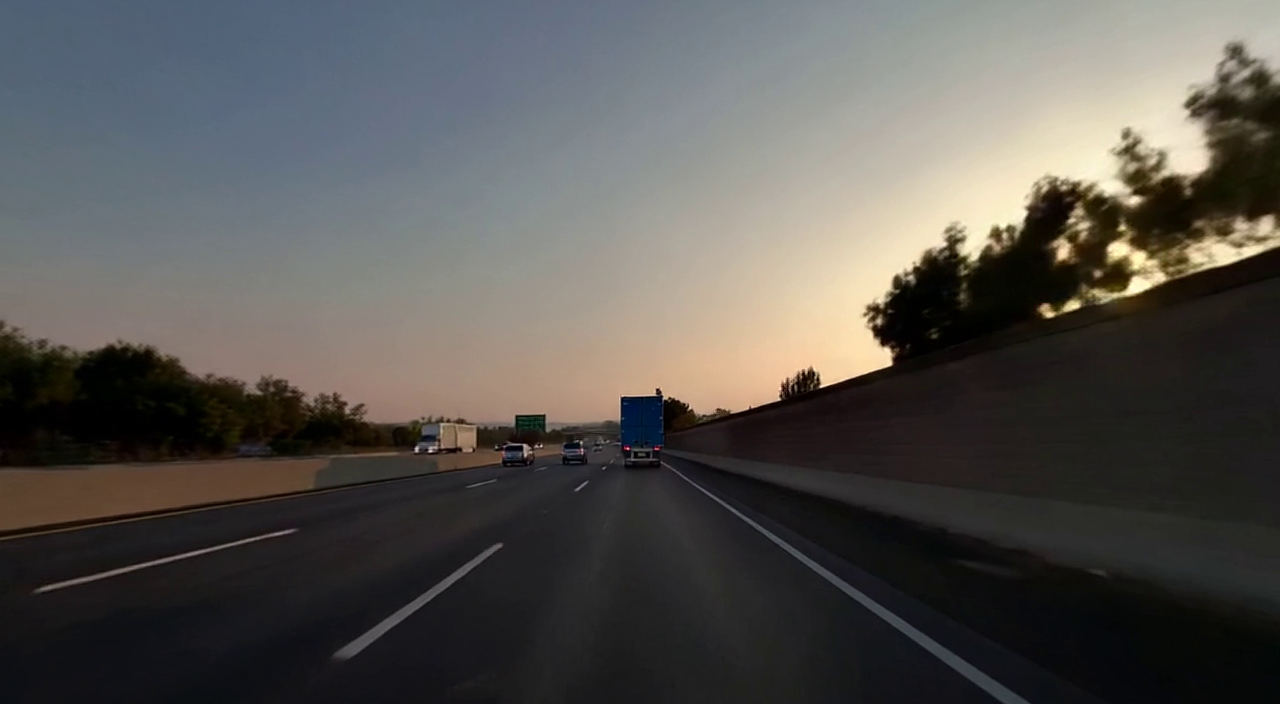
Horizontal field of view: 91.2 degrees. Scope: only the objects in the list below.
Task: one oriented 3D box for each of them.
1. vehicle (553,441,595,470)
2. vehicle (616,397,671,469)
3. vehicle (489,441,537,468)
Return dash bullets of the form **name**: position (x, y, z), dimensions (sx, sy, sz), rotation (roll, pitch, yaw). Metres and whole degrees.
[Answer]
- **vehicle**: position (-3.722, 5.932, 36.083), dimensions (2.006, 1.572, 4.082), rotation (0, -9, 0)
- **vehicle**: position (0.168, 5.498, 41.387), dimensions (3.123, 4.094, 10.812), rotation (0, -9, 0)
- **vehicle**: position (-7.781, 6.347, 38.909), dimensions (1.968, 1.507, 4.673), rotation (0, -9, 0)
